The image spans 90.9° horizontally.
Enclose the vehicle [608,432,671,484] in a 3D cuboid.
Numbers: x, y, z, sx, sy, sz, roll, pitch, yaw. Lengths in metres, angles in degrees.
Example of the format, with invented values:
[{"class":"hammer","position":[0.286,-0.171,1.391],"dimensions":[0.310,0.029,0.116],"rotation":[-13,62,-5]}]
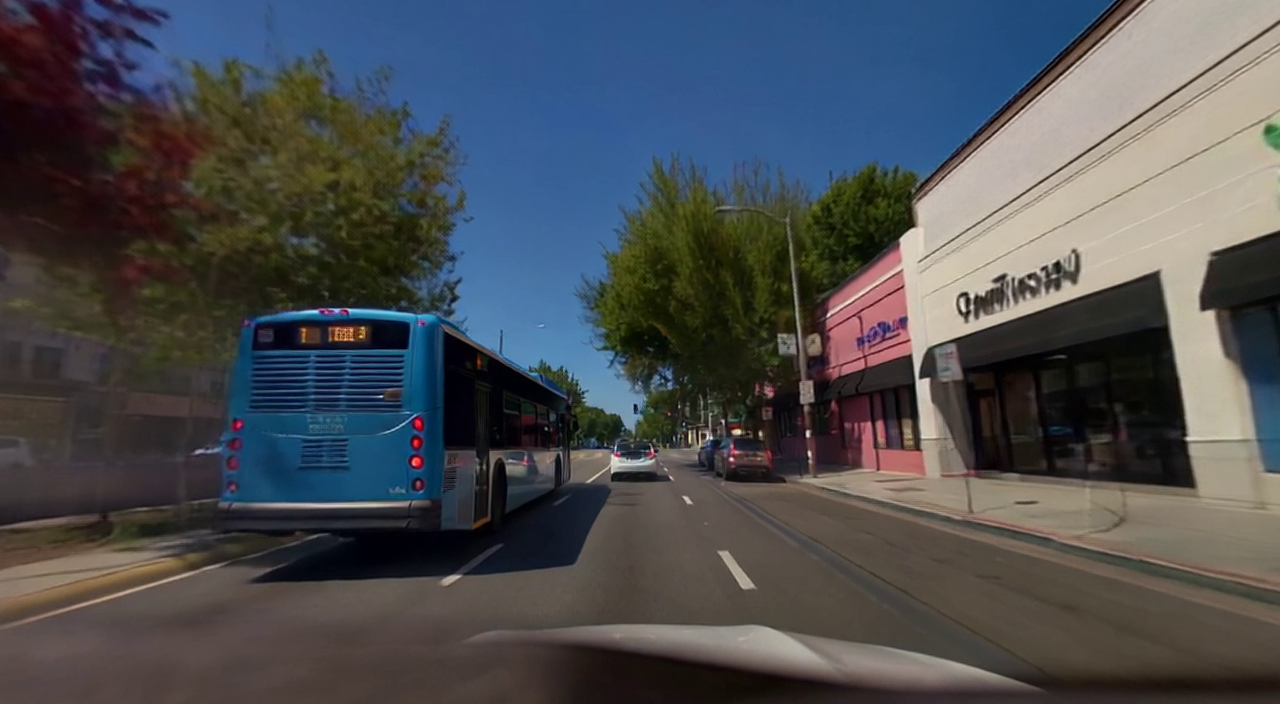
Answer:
[{"class":"vehicle","position":[0.004,3.847,23.146],"dimensions":[2.120,1.727,3.917],"rotation":[0,-9,1]}]

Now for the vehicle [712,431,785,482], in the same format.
[{"class":"vehicle","position":[4.156,4.101,24.983],"dimensions":[2.138,1.787,4.522],"rotation":[0,-9,1]}]

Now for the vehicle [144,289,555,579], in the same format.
[{"class":"vehicle","position":[-3.445,1.285,10.619],"dimensions":[2.920,2.884,8.588],"rotation":[0,-7,-1]}]
